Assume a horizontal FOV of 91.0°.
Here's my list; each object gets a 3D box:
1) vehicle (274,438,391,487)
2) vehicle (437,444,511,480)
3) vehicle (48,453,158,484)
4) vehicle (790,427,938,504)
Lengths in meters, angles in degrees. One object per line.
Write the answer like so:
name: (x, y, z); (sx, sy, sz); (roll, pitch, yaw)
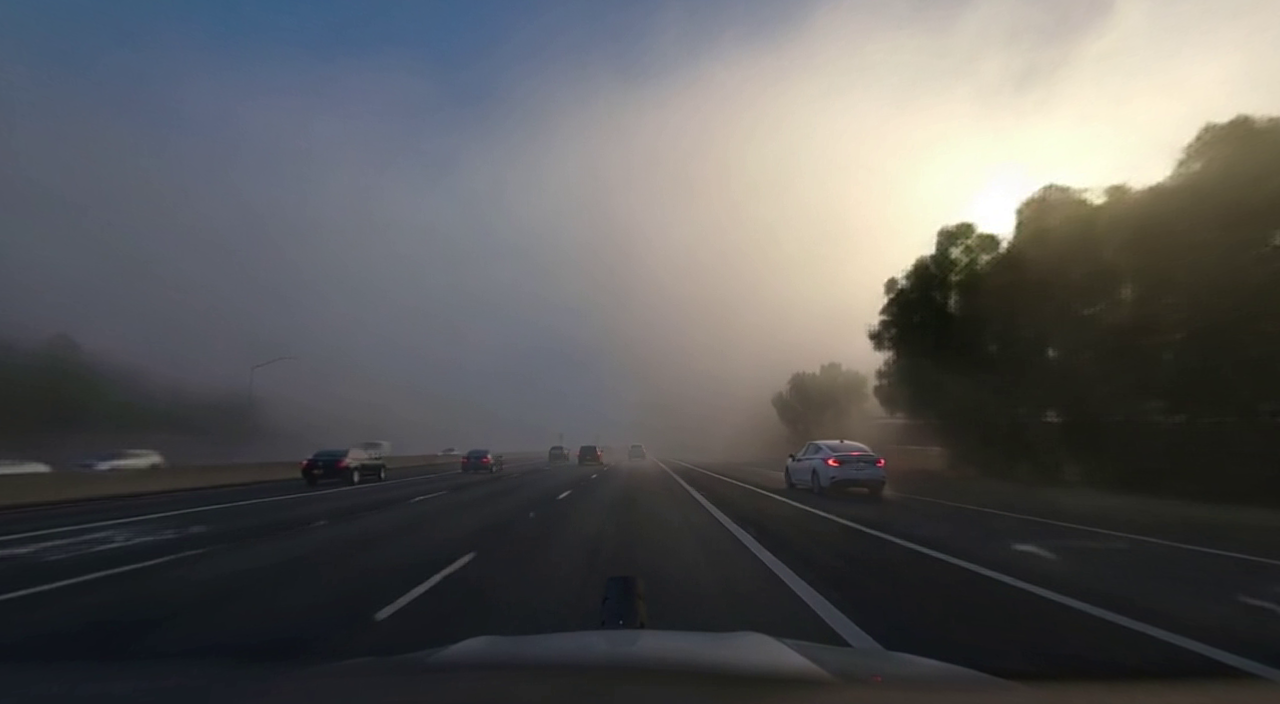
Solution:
vehicle: (-11.352, 4.101, 23.670); (2.107, 1.628, 4.446); (0, -9, 1)
vehicle: (-7.490, 4.997, 28.931); (2.071, 1.486, 4.703); (0, -9, 1)
vehicle: (-28.522, 6.172, 33.682); (1.866, 1.510, 4.521); (0, -9, 1)
vehicle: (5.967, 3.097, 17.596); (2.259, 1.816, 4.862); (0, -9, -1)
